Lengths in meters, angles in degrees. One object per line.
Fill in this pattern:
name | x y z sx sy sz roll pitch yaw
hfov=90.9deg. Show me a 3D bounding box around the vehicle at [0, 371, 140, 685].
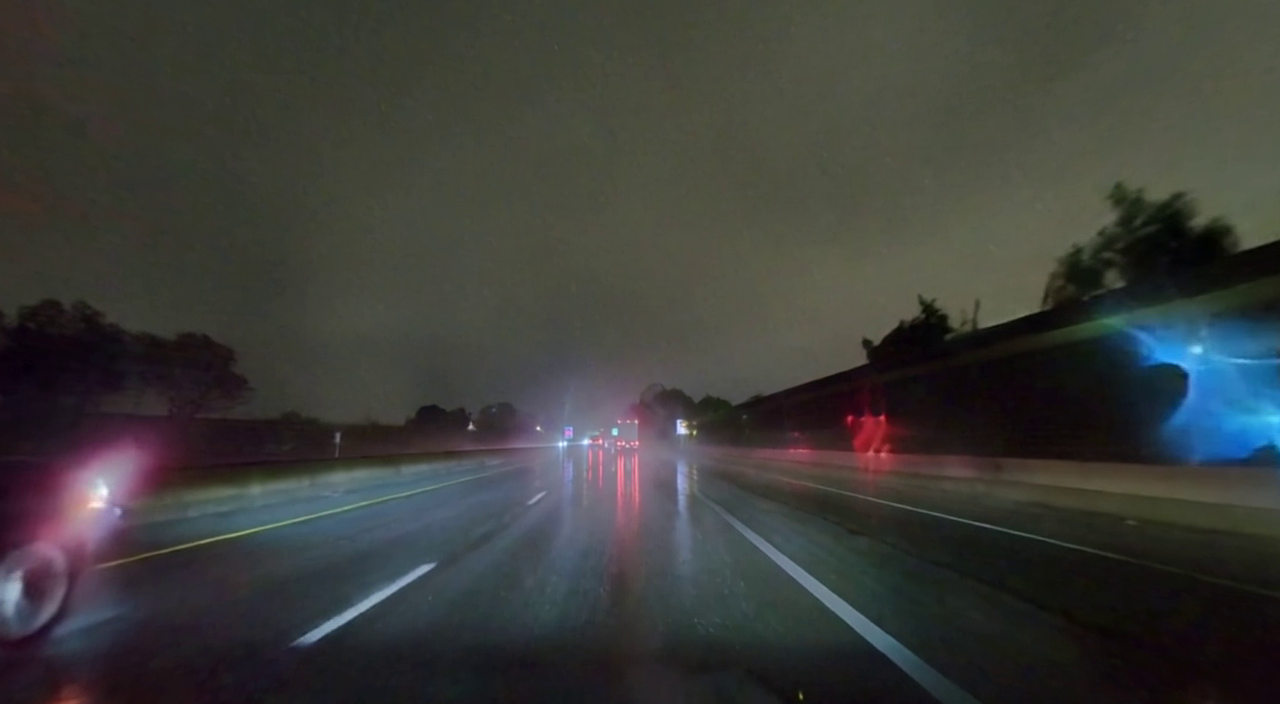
vehicle | -4.448 0.735 1.865 2.123 1.655 4.688 0 -8 -1
